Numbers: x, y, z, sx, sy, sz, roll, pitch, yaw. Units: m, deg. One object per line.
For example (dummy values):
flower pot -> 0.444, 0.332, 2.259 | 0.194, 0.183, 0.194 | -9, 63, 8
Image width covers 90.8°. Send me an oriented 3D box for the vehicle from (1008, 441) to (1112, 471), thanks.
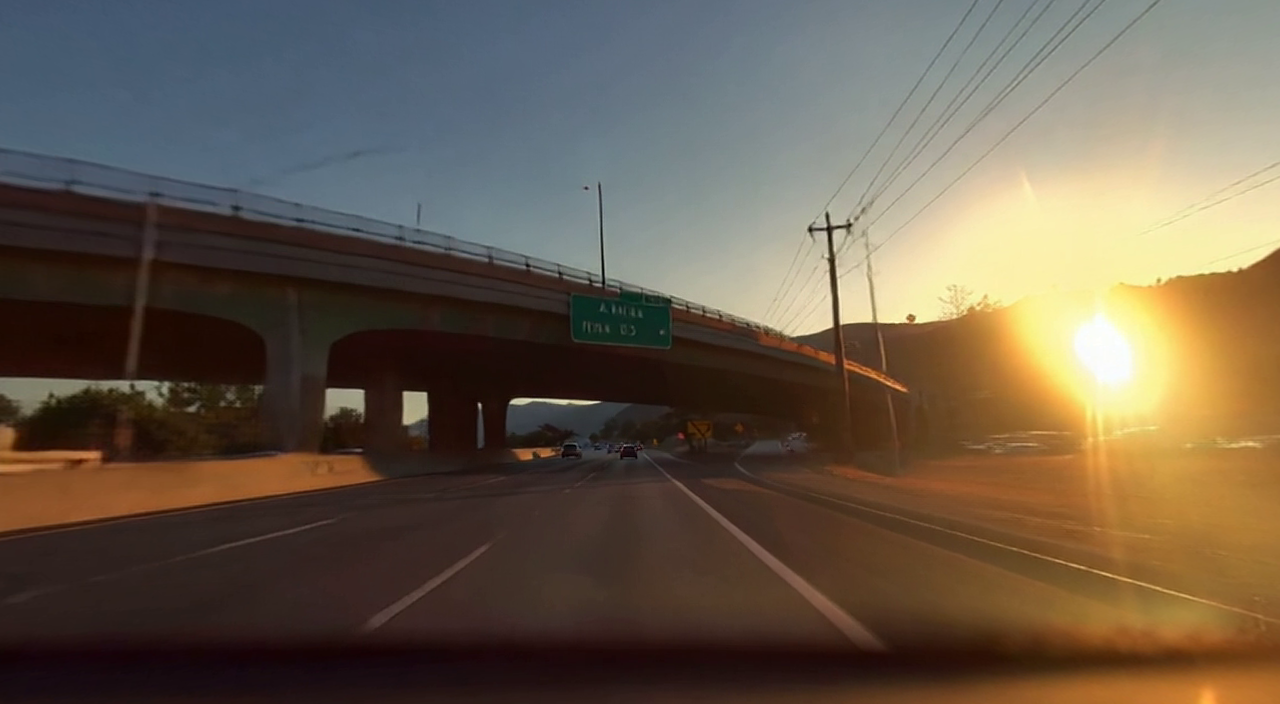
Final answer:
vehicle -> 26.972, 6.667, 41.472 | 2.662, 1.574, 14.296 | -5, -9, 21
